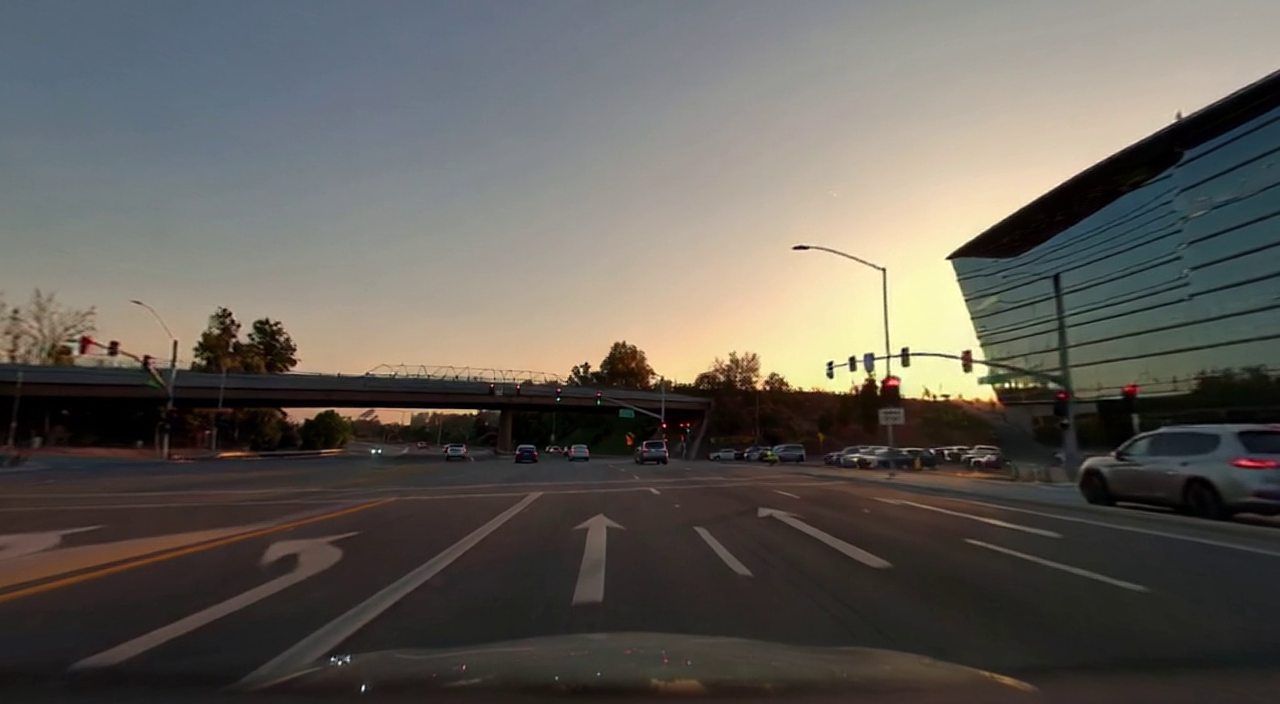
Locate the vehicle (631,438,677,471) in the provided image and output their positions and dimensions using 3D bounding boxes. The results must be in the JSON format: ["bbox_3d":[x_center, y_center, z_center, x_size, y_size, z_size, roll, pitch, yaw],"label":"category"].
[{"bbox_3d":[0.710,5.814,36.056,2.024,1.724,3.928,1,-8,-8],"label":"vehicle"}]

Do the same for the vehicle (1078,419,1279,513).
[{"bbox_3d":[12.314,2.456,14.081,2.130,1.741,4.665,-1,-8,6],"label":"vehicle"}]
